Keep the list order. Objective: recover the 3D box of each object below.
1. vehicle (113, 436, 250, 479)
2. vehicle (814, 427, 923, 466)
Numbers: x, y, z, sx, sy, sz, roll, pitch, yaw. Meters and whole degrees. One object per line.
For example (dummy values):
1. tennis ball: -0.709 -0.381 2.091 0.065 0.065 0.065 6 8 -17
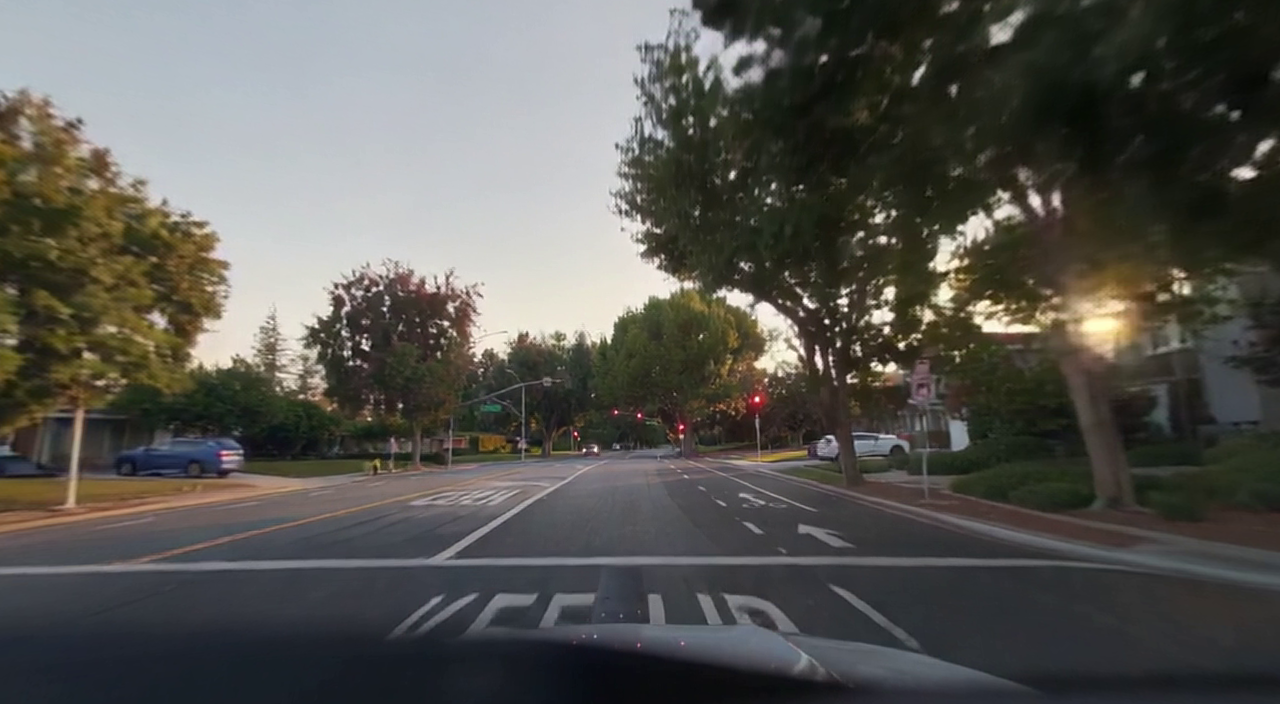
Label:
1. vehicle: -18.788 4.325 26.021 4.115 1.699 1.848 0 -8 -1
2. vehicle: 10.878 4.517 30.318 4.423 1.779 1.883 0 -8 0
